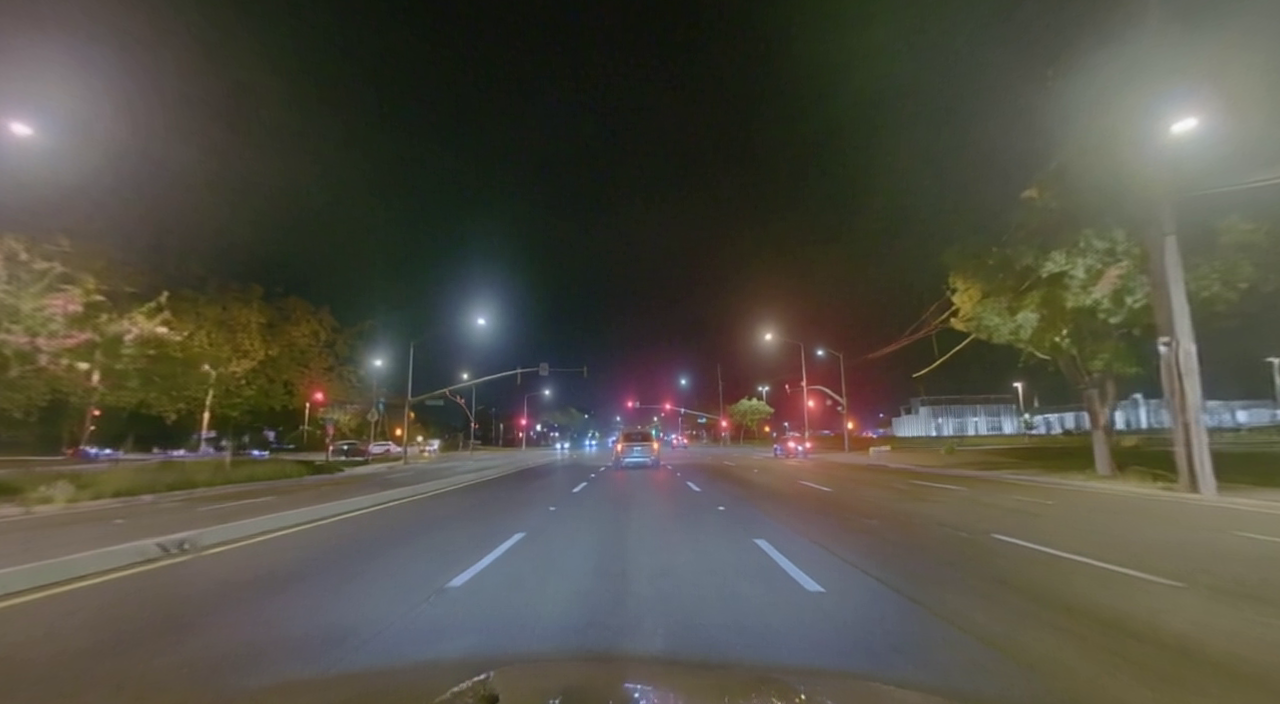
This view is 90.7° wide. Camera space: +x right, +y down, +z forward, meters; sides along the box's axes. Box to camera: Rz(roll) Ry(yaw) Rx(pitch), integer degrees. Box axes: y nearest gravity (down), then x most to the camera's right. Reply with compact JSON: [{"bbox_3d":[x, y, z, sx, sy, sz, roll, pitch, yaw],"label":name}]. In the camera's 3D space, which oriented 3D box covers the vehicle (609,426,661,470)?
[{"bbox_3d":[-0.265,4.577,30.261,2.267,1.926,4.708,0,-9,-1],"label":"vehicle"}]
